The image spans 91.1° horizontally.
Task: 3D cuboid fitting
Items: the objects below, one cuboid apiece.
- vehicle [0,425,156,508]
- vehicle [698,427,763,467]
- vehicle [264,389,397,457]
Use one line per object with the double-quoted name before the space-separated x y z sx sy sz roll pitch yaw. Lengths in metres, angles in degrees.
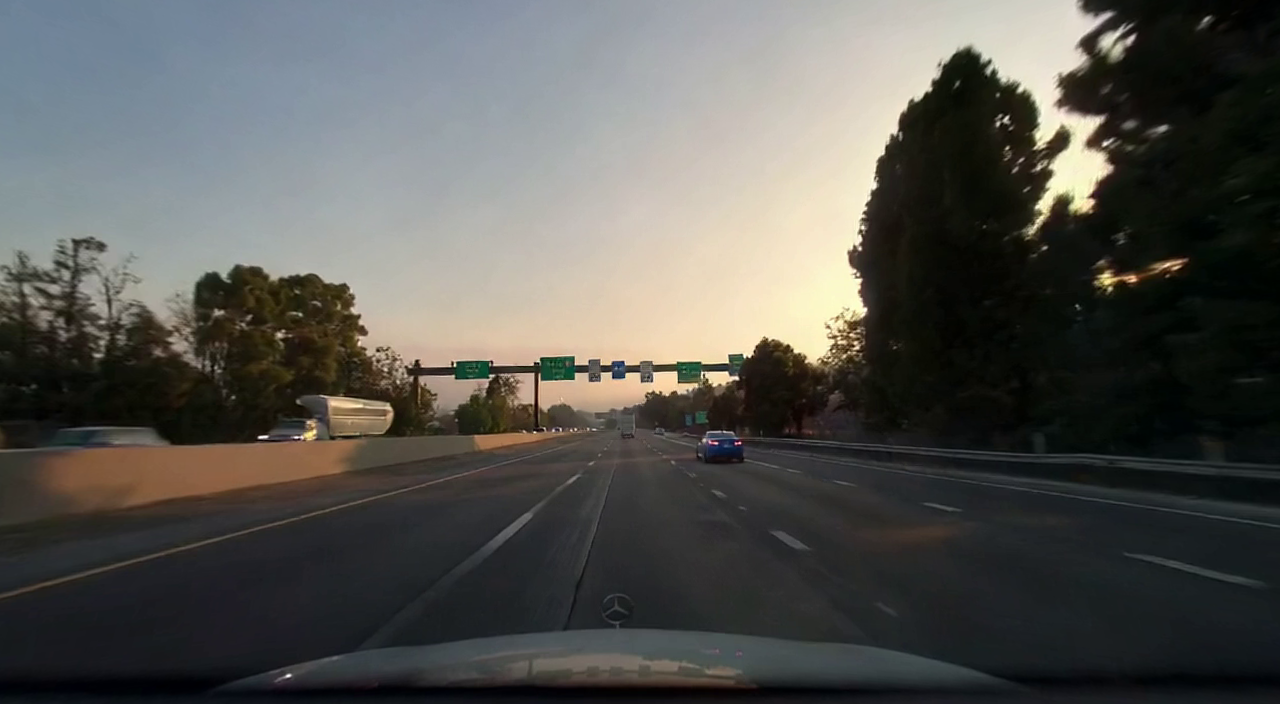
"vehicle" -12.741 2.314 13.122 1.903 1.527 4.294 0 -8 -1
"vehicle" 3.751 4.008 26.688 1.973 1.563 3.959 0 -8 -3
"vehicle" -20.875 5.087 43.861 2.853 4.045 13.061 0 -8 -1
